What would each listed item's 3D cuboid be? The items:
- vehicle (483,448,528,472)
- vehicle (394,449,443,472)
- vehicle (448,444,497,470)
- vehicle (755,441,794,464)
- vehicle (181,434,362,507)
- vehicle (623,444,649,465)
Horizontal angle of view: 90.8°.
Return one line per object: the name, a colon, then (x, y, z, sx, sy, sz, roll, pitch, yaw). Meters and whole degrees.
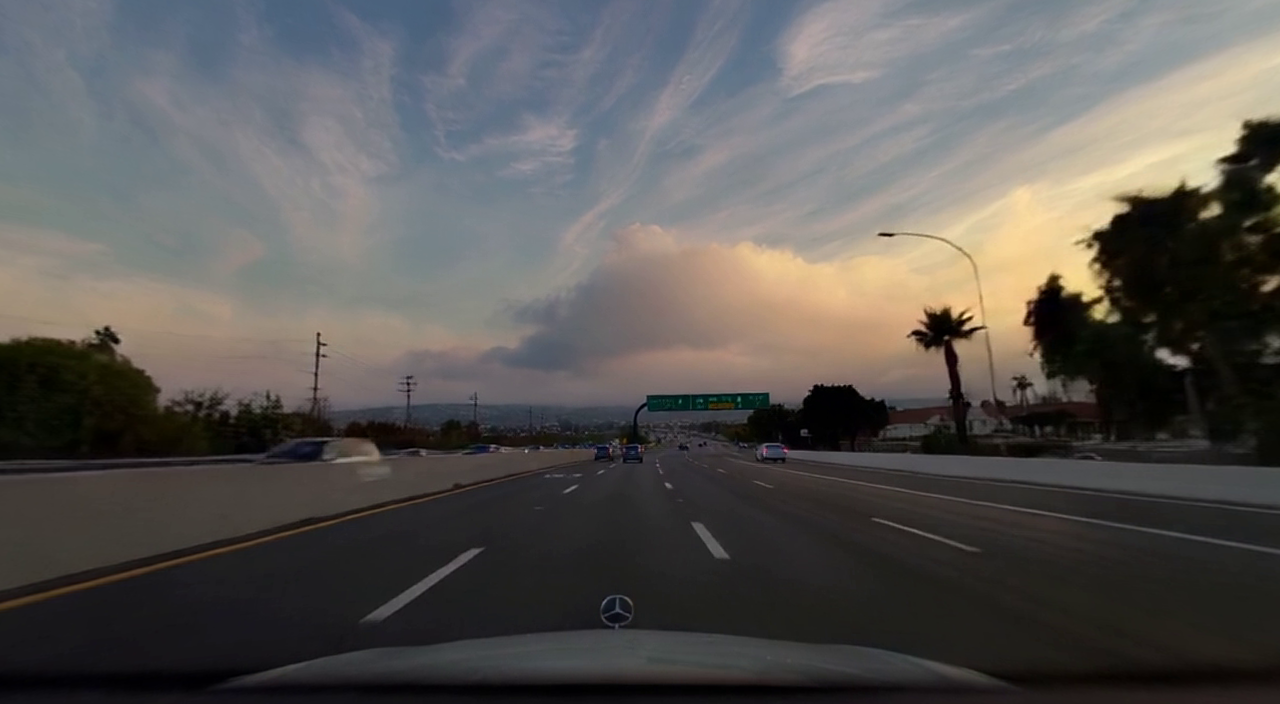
vehicle: (-8.885, 7.163, 42.089, 1.975, 1.495, 4.510, -1, -9, 0)
vehicle: (-15.655, 7.656, 44.888, 1.876, 1.513, 4.205, -1, -9, 1)
vehicle: (-12.189, 7.689, 46.432, 2.142, 1.805, 5.075, -1, -9, 1)
vehicle: (10.504, 7.882, 49.640, 2.130, 1.703, 4.572, -1, -9, 1)
vehicle: (-9.758, 3.162, 17.317, 2.100, 1.668, 4.686, -1, -9, 0)
vehicle: (-0.260, 8.017, 49.421, 1.977, 1.513, 3.546, -1, -9, 1)
